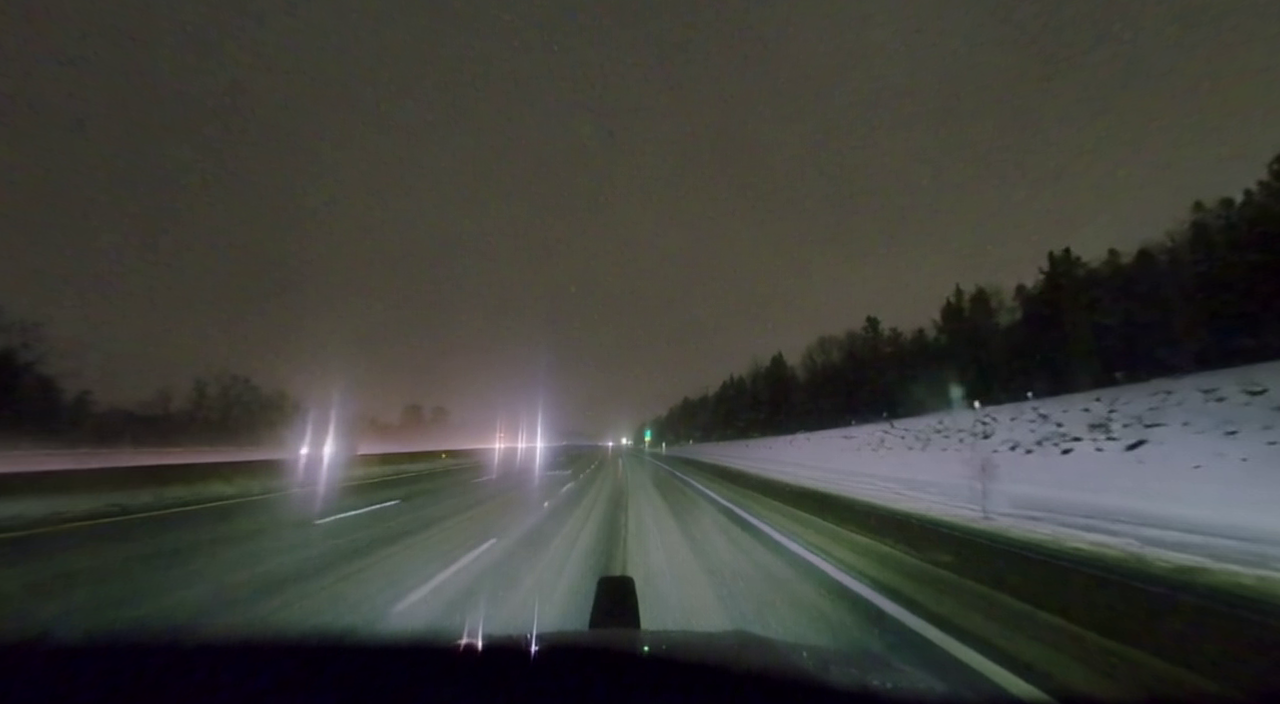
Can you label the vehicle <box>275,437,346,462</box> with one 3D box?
[{"bbox_3d":[-20.480,6.069,39.320,2.148,1.484,4.446,0,-8,-2],"label":"vehicle"}]
